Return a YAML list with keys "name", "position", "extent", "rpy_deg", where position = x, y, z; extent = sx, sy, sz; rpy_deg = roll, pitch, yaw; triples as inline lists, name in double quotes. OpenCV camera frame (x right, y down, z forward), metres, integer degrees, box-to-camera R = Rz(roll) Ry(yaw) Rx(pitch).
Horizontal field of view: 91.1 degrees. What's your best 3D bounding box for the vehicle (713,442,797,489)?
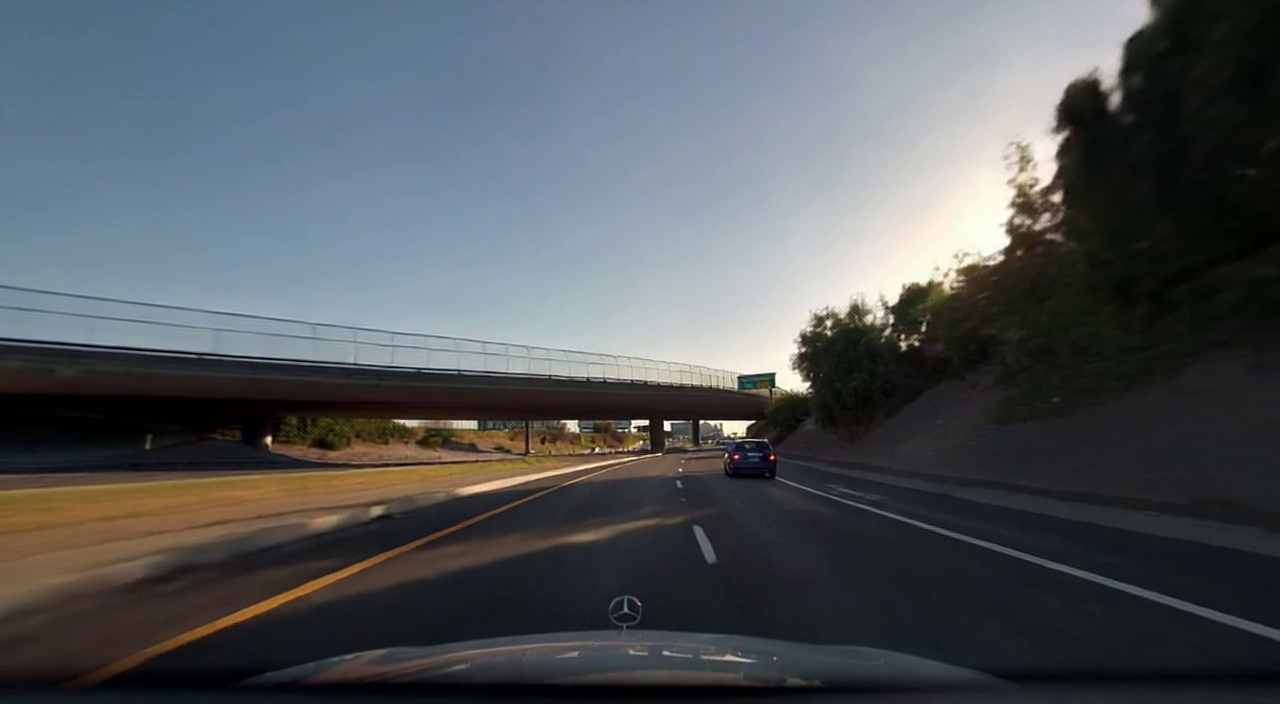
- name: "vehicle"
  position: [3.766, 3.775, 21.315]
  extent: [2.124, 1.405, 4.398]
  rpy_deg: [0, -8, 2]
